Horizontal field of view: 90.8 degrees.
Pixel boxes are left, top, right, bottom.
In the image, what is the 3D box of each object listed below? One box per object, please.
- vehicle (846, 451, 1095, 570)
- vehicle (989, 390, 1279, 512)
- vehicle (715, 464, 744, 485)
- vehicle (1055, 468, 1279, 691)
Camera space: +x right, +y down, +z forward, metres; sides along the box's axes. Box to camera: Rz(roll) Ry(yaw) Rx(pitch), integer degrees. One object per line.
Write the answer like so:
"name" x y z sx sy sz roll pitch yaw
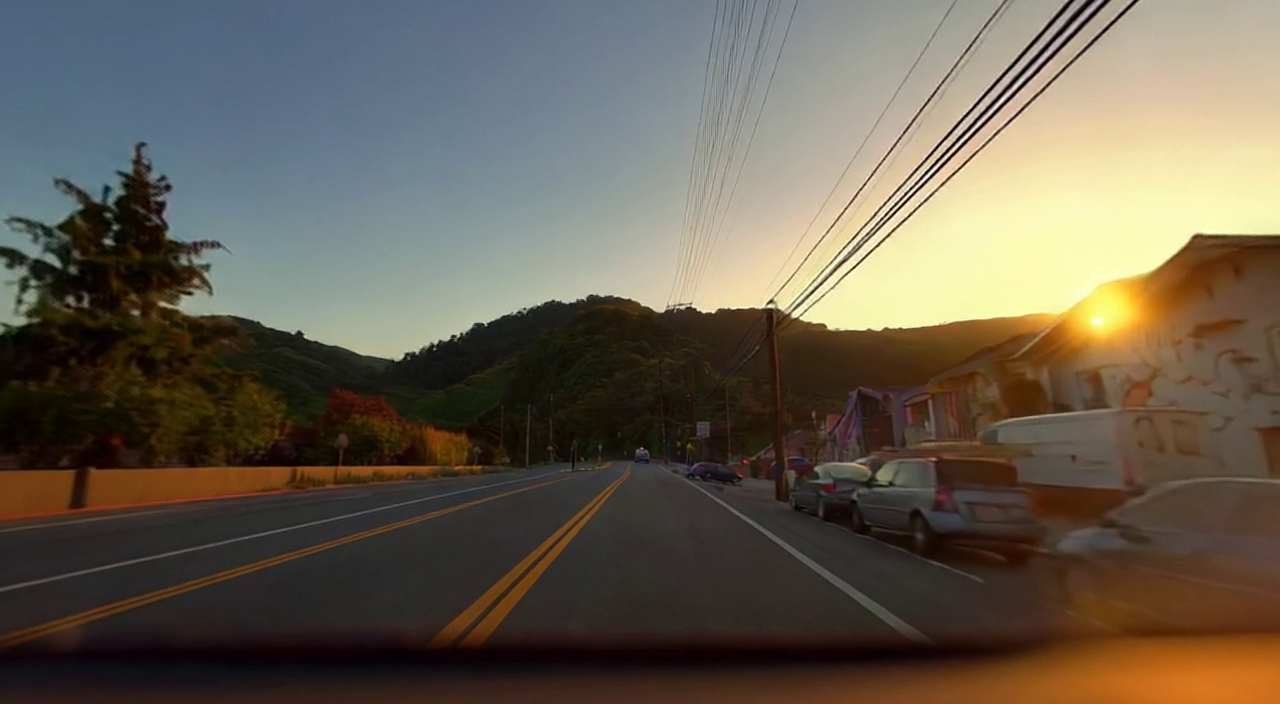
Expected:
"vehicle" 5.644 2.703 11.720 2.056 1.693 4.803 0 -9 1
"vehicle" 8.672 1.735 11.255 2.082 1.678 5.079 0 -8 1
"vehicle" 6.855 9.433 48.784 1.781 1.432 4.169 0 -9 3
"vehicle" 5.566 1.684 4.644 2.005 1.487 4.397 0 -9 0
